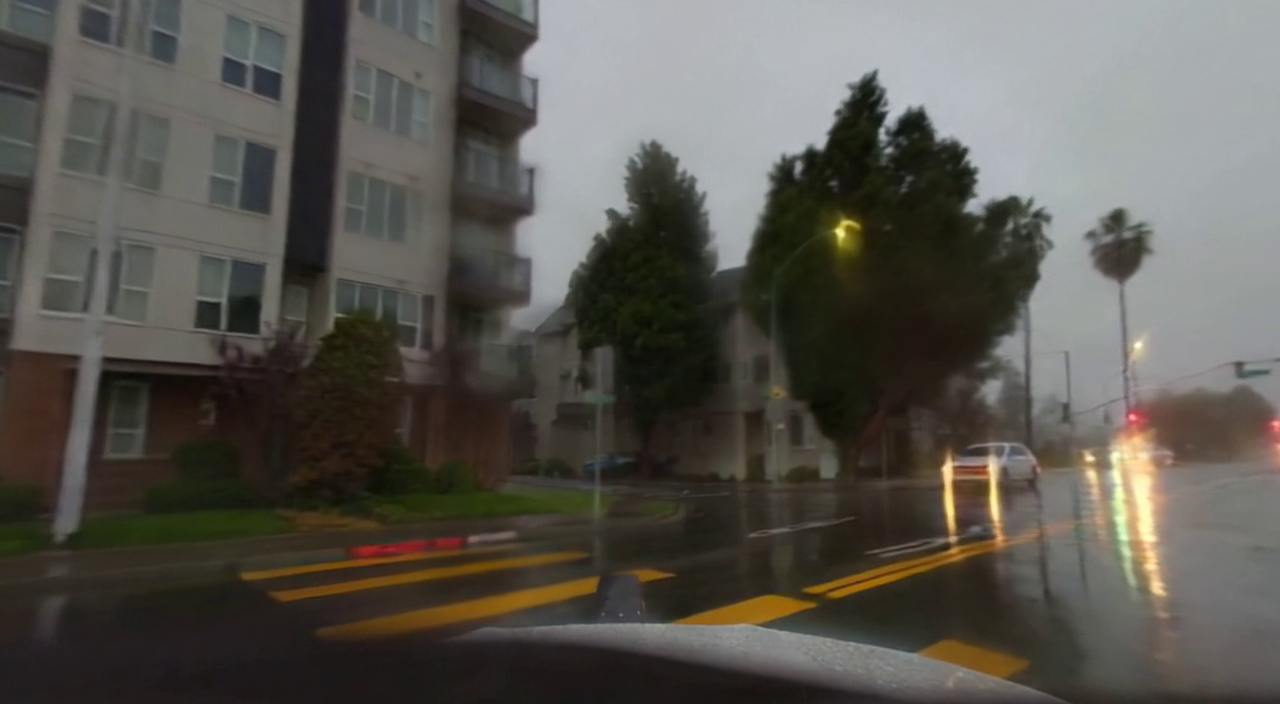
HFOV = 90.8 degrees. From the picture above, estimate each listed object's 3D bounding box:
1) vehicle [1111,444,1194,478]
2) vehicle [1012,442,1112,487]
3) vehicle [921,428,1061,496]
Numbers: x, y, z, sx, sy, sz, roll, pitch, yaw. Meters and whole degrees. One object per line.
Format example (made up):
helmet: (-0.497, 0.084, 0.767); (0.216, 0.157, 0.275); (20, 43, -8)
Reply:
vehicle: (24.083, 5.054, 29.618); (4.630, 1.484, 1.934); (7, -11, -39)
vehicle: (15.369, 4.028, 22.927); (4.313, 1.462, 1.789); (7, -11, -40)
vehicle: (10.693, 3.267, 19.149); (4.619, 1.817, 1.993); (7, -11, -39)
